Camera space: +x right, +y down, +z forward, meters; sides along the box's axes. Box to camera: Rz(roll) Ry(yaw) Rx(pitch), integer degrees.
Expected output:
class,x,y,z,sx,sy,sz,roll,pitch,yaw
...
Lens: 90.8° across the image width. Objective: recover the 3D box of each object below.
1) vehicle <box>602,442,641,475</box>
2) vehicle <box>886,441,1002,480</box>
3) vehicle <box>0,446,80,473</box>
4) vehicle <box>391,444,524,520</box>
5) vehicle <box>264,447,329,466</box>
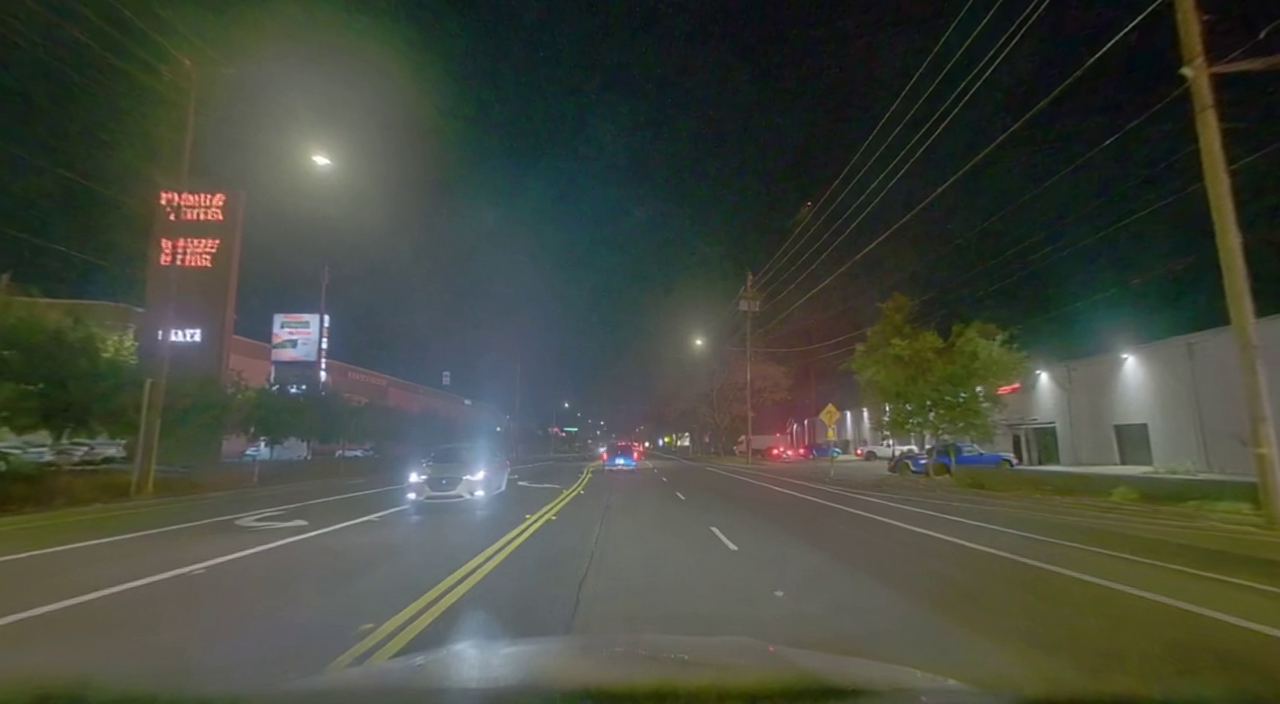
class,x,y,z,sx,sy,sz,roll,pitch,yaw
vehicle,-0.967,5.507,32.986,1.937,1.588,3.746,0,-8,-1
vehicle,17.264,6.168,36.302,2.423,2.005,5.671,3,-9,-23
vehicle,-40.132,7.051,41.589,4.565,1.737,1.983,0,-8,1
vehicle,-3.909,2.817,14.322,1.863,1.435,4.204,0,-8,-1
vehicle,-26.946,8.212,49.672,3.983,1.472,1.898,0,-8,-1
